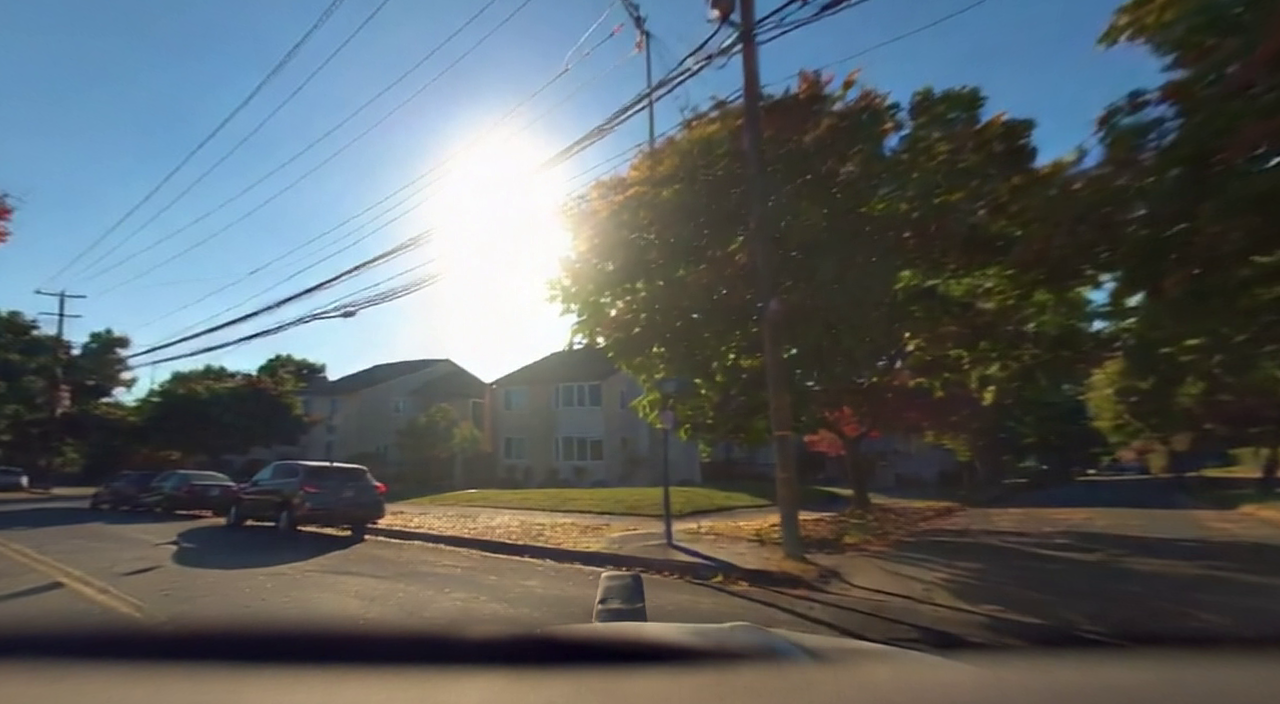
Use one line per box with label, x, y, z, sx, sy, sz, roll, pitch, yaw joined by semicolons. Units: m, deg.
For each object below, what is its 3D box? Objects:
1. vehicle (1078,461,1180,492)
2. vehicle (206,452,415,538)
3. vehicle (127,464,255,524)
vehicle;29.918;7.586;38.531;4.700;1.677;1.927;-6;-10;37
vehicle;-7.808;3.263;14.689;5.170;1.626;2.272;-9;-14;37
vehicle;-14.056;4.332;19.577;4.652;1.494;1.868;-6;-10;37
